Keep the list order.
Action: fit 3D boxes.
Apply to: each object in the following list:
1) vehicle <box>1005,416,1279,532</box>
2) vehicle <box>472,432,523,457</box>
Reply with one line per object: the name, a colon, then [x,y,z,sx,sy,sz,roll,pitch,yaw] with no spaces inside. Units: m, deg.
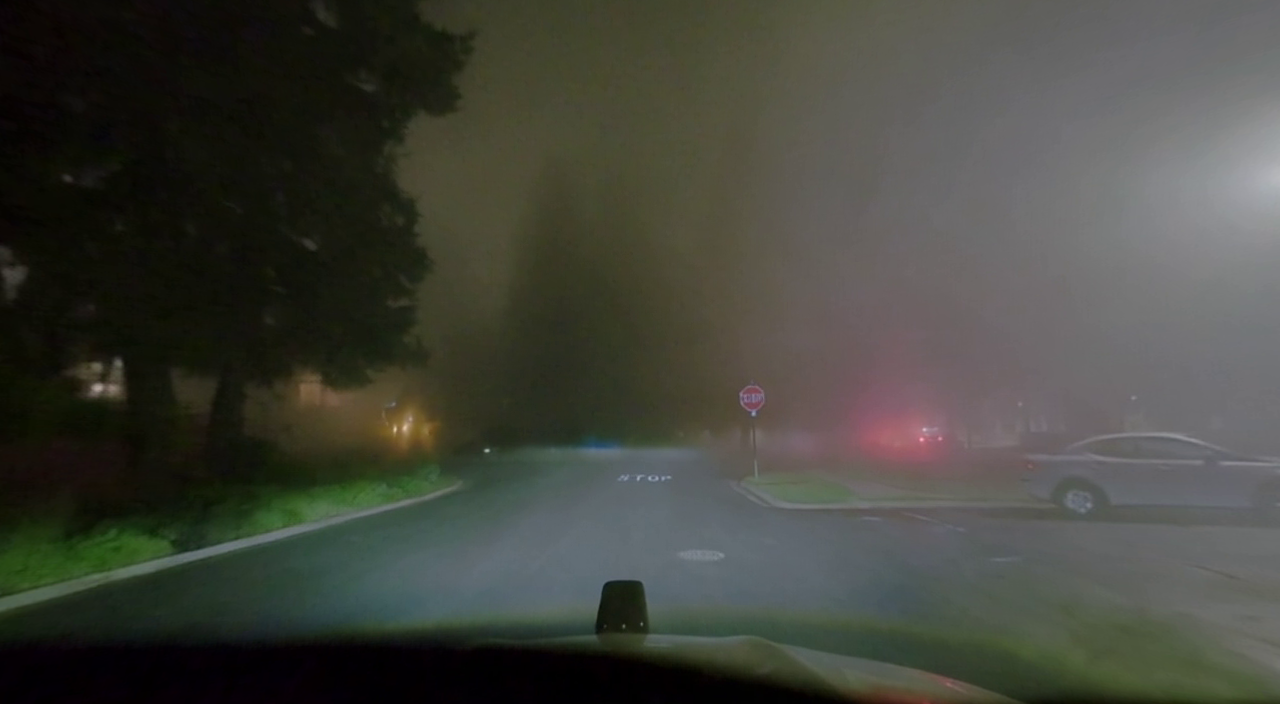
vehicle: [8.145,1.755,9.424,4.477,1.506,1.834,-4,-9,27]
vehicle: [-10.207,6.658,45.544,1.883,1.732,4.038,-2,-8,15]
